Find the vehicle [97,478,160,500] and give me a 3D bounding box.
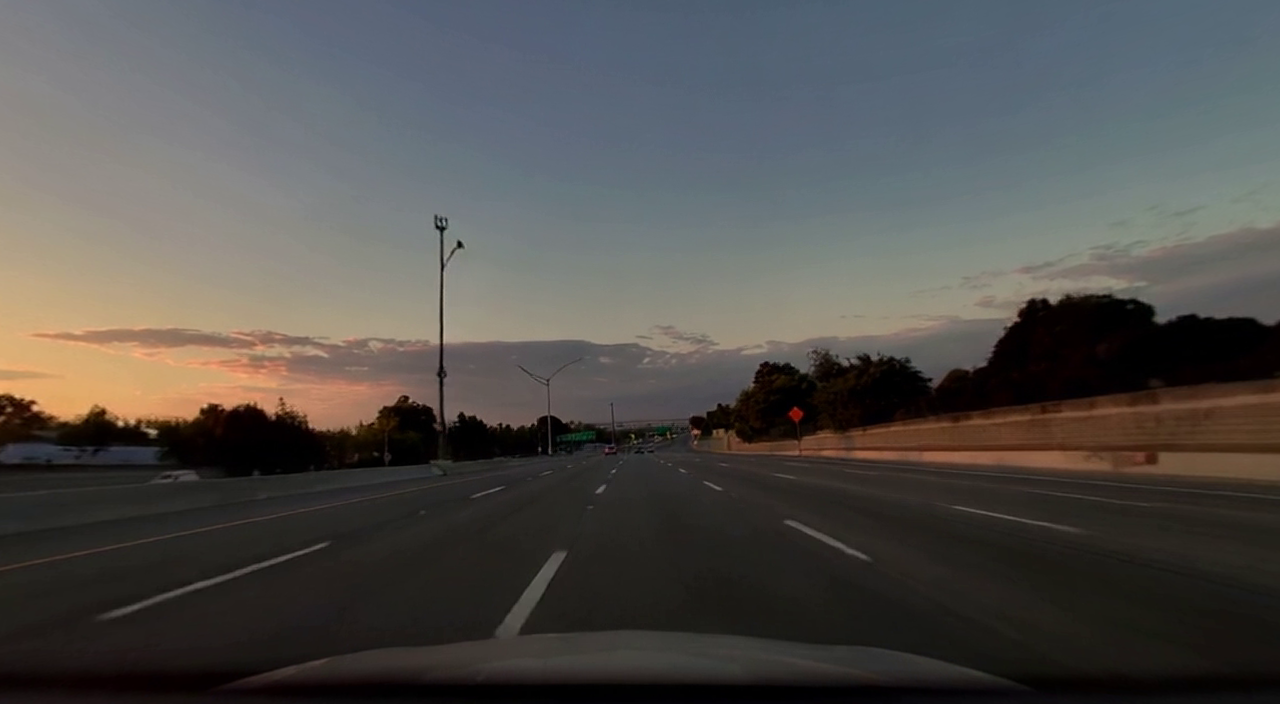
[{"bbox_3d":[-39.132,10.460,48.358,1.728,1.413,3.694,0,-8,-1],"label":"vehicle"}]
